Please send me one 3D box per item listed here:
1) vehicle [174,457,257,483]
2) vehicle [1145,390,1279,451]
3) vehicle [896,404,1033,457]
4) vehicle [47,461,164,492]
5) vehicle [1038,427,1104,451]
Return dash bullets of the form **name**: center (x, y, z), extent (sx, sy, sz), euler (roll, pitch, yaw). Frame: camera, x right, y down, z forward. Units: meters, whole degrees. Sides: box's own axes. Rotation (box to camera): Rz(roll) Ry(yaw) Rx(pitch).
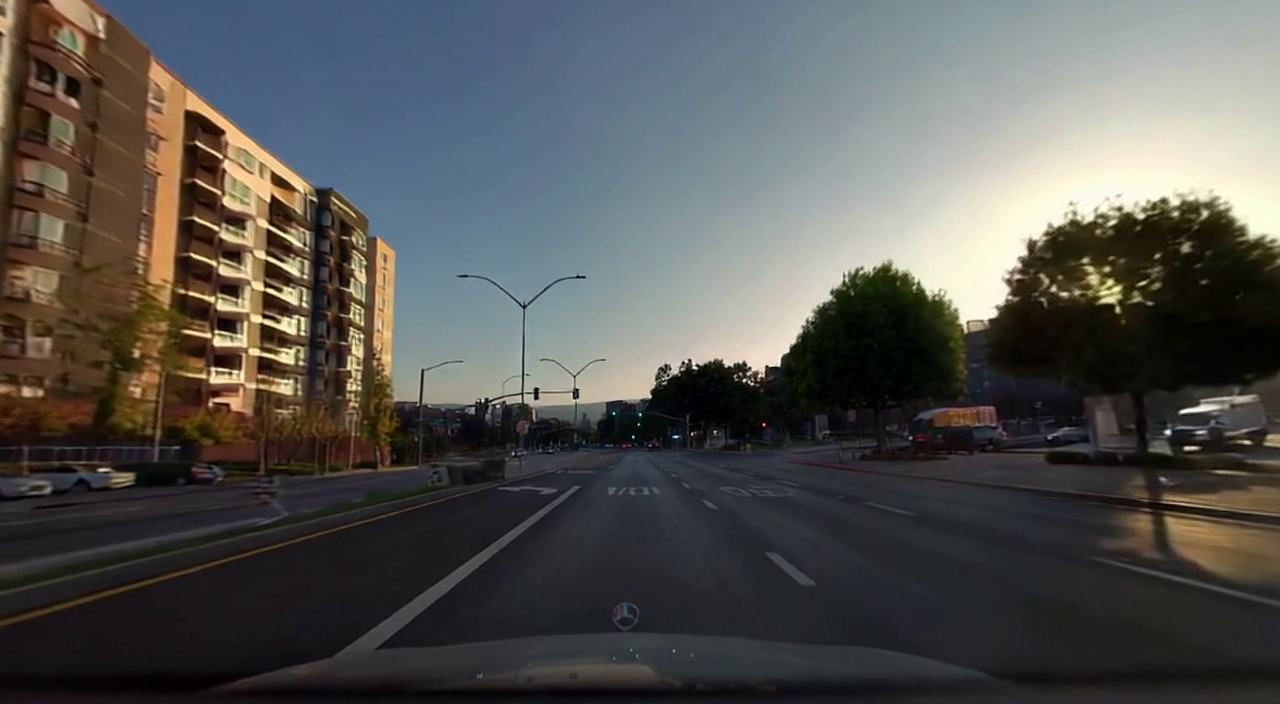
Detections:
- **vehicle**: center (-29.779, 8.273, 44.409), extent (4.382, 1.659, 1.917), euler (0, -9, -1)
- **vehicle**: center (32.992, 4.071, 35.956), extent (2.670, 3.093, 7.117), euler (-1, -9, 3)
- **vehicle**: center (20.947, 5.112, 41.100), extent (7.305, 3.266, 2.842), euler (0, -9, -3)
- **vehicle**: center (-30.484, 7.105, 36.168), extent (4.821, 1.605, 2.028), euler (0, -9, 0)
- **vehicle**: center (33.183, 6.756, 48.778), extent (1.939, 1.670, 4.169), euler (-1, -10, -3)
